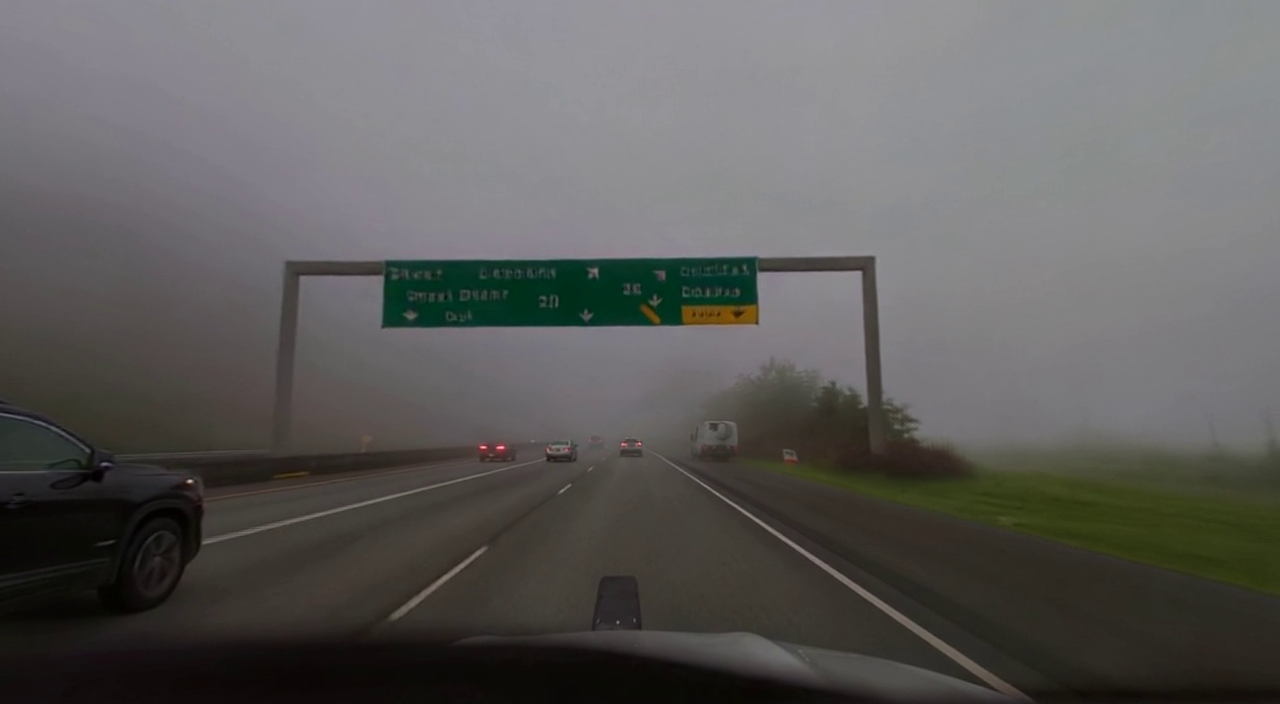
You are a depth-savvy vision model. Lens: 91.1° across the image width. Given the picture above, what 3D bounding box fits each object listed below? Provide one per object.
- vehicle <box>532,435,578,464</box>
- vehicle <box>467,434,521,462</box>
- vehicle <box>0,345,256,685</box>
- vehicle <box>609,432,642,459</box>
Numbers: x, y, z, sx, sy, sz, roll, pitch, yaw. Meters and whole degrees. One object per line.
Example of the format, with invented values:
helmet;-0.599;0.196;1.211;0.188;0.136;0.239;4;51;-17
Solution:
vehicle;-4.461;5.168;33.672;1.909;1.445;4.087;0;-8;0
vehicle;-8.379;5.533;36.513;1.953;1.524;4.863;0;-8;0
vehicle;-4.447;0.891;3.446;1.971;1.822;4.366;0;-8;-1
vehicle;-0.915;5.916;39.992;2.002;1.611;3.778;0;-8;-1
